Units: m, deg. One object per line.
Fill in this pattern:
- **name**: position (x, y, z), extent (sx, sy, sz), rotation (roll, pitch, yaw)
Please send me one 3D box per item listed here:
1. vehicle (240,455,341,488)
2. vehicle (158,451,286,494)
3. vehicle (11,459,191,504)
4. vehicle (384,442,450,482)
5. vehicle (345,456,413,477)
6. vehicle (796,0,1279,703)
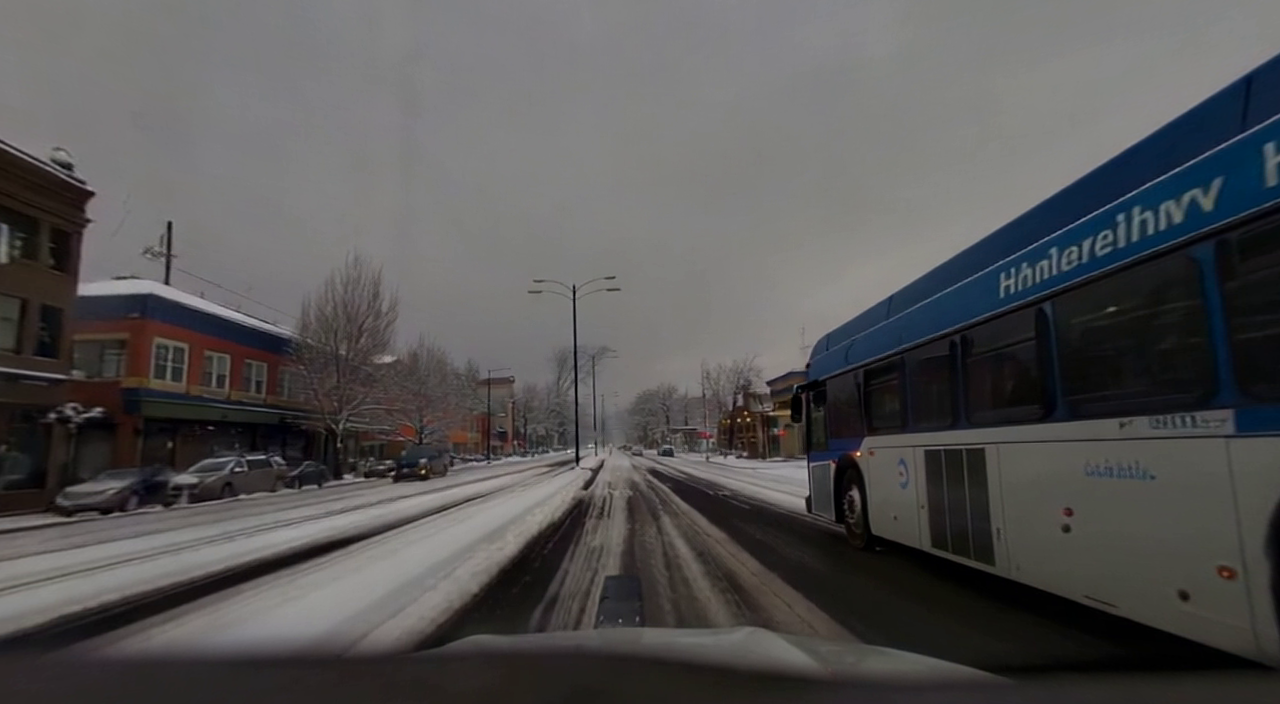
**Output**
- **vehicle**: position (-18.703, 6.394, 33.977), extent (4.246, 1.612, 1.914), rotation (1, -9, -8)
- **vehicle**: position (-18.640, 5.372, 28.327), extent (4.392, 1.800, 1.902), rotation (-1, -9, 3)
- **vehicle**: position (-19.771, 4.746, 23.414), extent (4.592, 1.474, 1.880), rotation (2, -9, -15)
- **vehicle**: position (-12.277, 6.057, 35.124), extent (2.084, 2.027, 4.557), rotation (0, -9, -1)
- **vehicle**: position (-20.499, 8.988, 49.686), extent (4.522, 1.469, 1.840), rotation (0, -9, -5)
- **vehicle**: position (4.304, 0.300, 4.494), extent (3.194, 3.345, 12.428), rotation (0, -9, 0)
